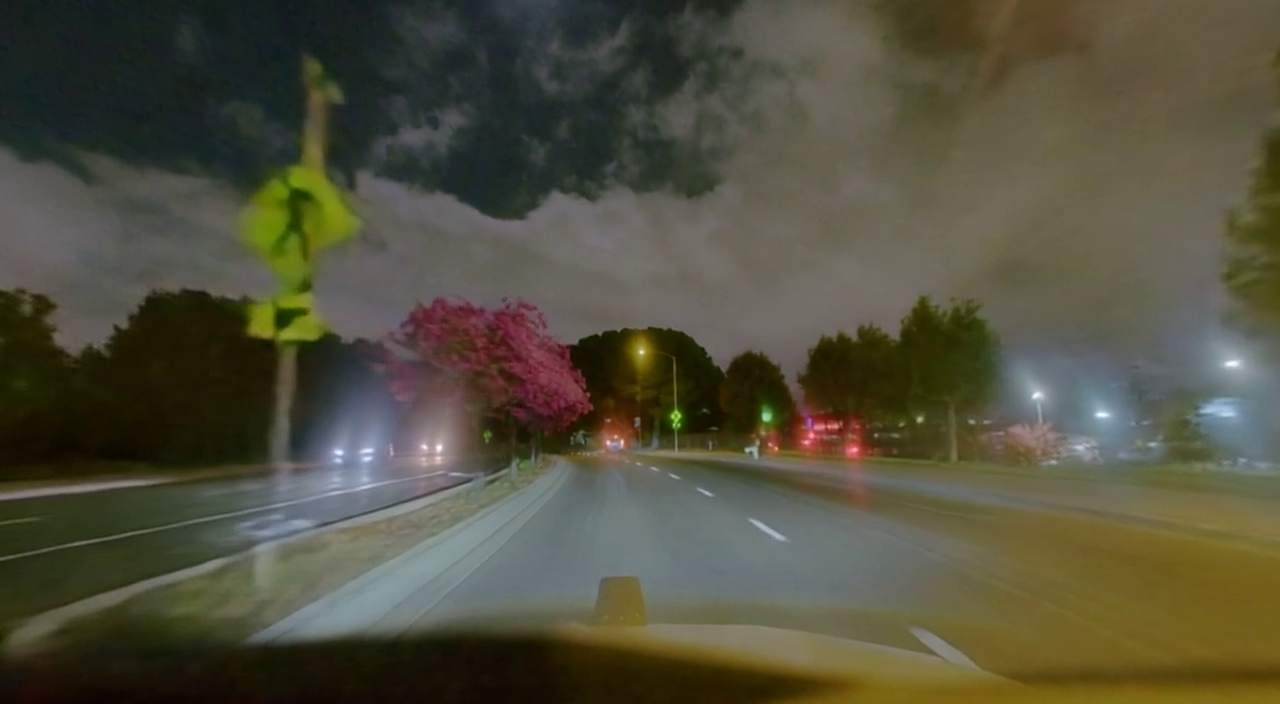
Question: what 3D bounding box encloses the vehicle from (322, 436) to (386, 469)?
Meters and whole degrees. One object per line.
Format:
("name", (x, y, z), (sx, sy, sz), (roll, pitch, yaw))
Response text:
("vehicle", (-15.897, 5.607, 35.141), (1.985, 1.705, 4.209), (1, -9, -6))
